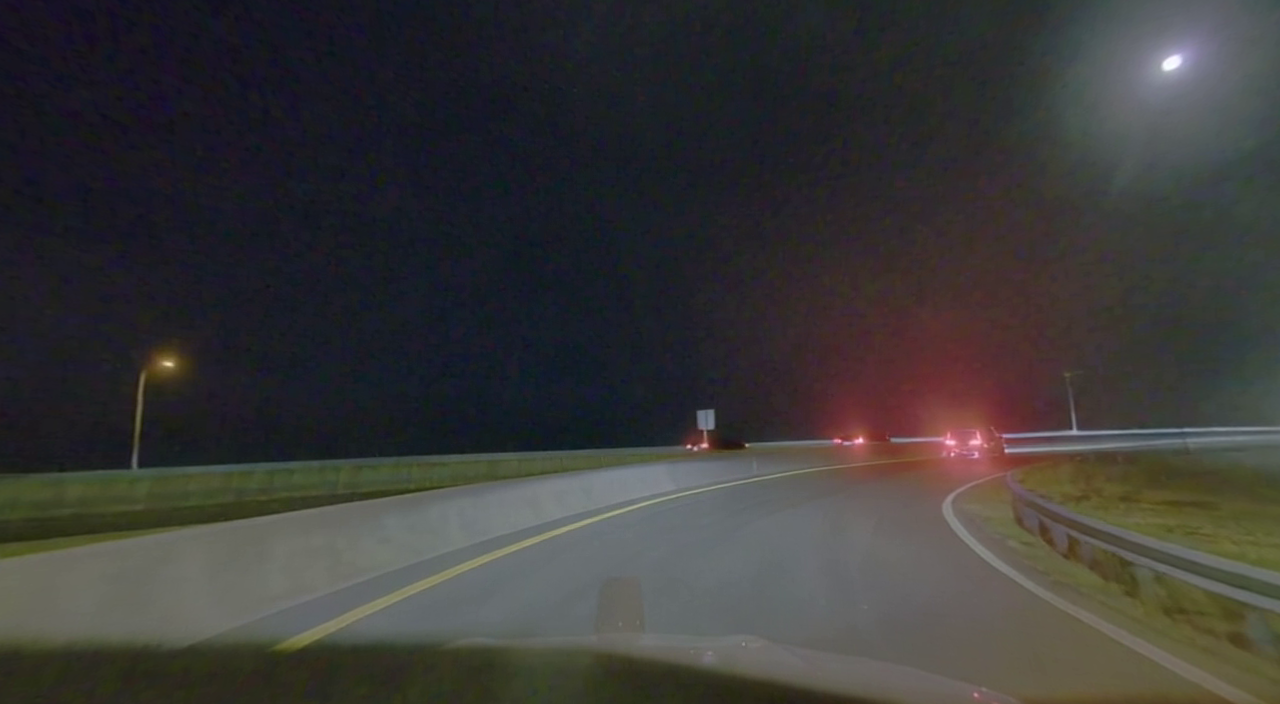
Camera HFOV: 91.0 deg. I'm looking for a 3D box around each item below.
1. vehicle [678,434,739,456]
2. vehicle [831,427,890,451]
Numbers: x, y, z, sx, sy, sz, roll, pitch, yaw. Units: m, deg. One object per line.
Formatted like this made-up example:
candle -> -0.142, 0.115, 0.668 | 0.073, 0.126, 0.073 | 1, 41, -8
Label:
vehicle -> 5.419, 7.316, 49.290 | 4.957, 1.593, 1.871 | 8, -12, -41
vehicle -> 15.038, 5.964, 42.839 | 3.990, 1.549, 1.971 | 8, -11, -40
